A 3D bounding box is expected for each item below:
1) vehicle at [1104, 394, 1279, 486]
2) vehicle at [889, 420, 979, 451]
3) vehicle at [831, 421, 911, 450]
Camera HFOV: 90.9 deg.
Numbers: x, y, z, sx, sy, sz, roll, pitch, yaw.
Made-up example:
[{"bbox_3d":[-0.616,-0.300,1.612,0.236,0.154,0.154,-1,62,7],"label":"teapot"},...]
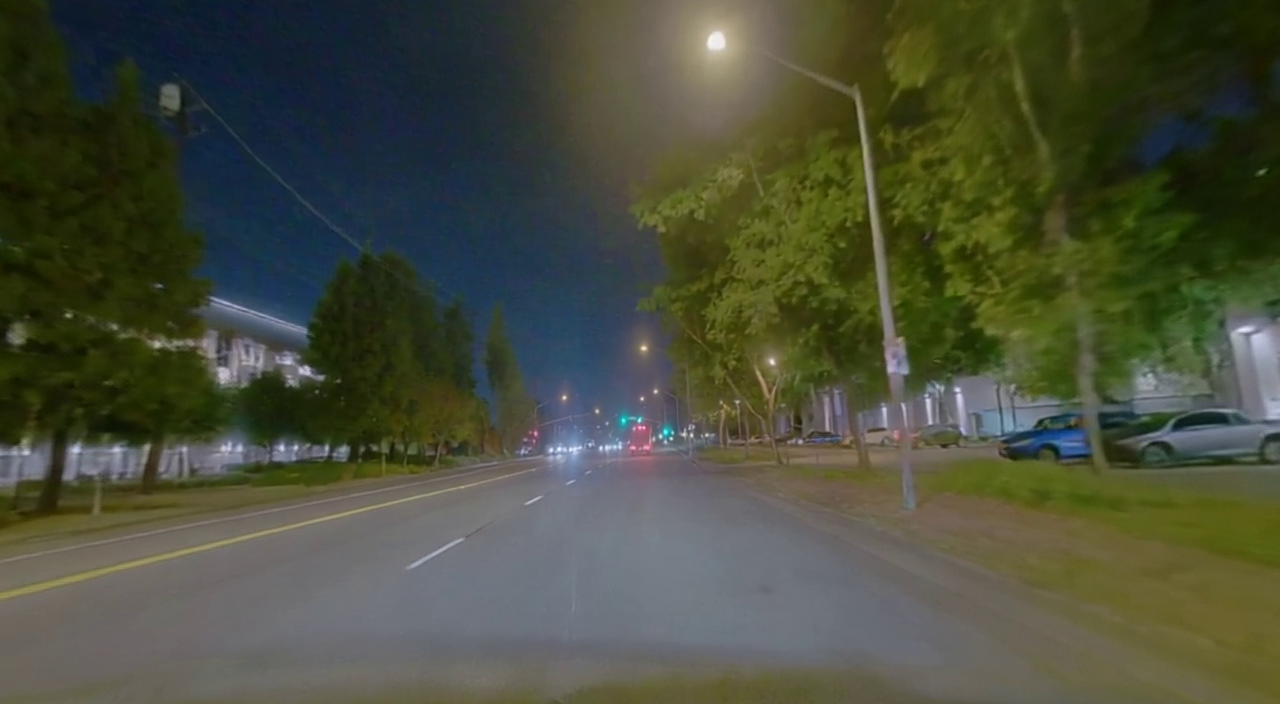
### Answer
[{"bbox_3d":[13.245,1.921,13.902,4.341,1.820,2.027,-1,-8,-2],"label":"vehicle"},{"bbox_3d":[17.899,5.081,38.456,4.653,1.782,2.042,2,-9,-15],"label":"vehicle"},{"bbox_3d":[17.004,6.182,46.469,5.051,2.038,2.142,1,-8,-9],"label":"vehicle"}]
